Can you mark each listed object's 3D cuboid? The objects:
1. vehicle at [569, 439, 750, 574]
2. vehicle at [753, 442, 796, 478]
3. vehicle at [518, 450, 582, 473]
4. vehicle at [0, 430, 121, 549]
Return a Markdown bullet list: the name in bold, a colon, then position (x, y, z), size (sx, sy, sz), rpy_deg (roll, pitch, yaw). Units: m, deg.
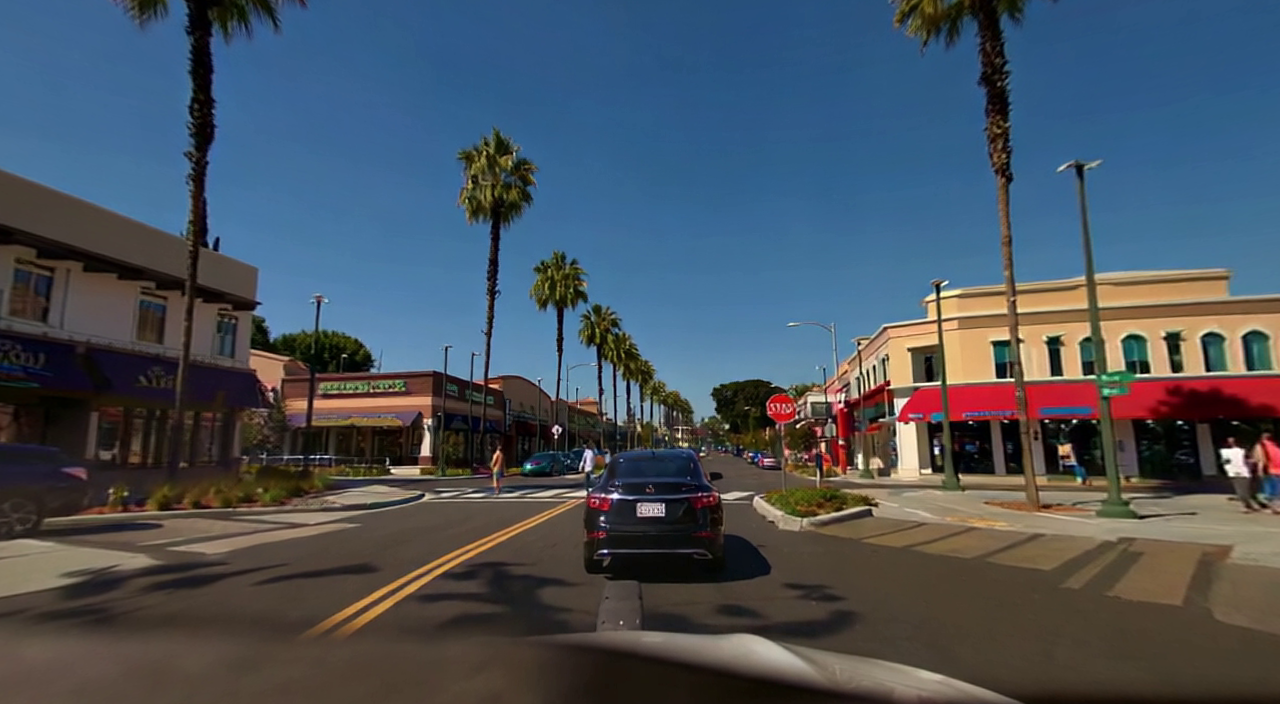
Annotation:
- **vehicle**: position (0.351, 2.037, 9.135), size (2.031, 1.479, 3.969), rpy_deg (-1, -9, 4)
- **vehicle**: position (9.423, 7.556, 44.304), size (2.467, 2.369, 1.577), rpy_deg (5, -10, -36)
- **vehicle**: position (-6.910, 8.464, 48.988), size (4.529, 1.682, 1.895), rpy_deg (6, -11, -36)
- **vehicle**: position (-10.778, 2.061, 9.515), size (2.089, 1.731, 4.223), rpy_deg (-9, -12, 44)
